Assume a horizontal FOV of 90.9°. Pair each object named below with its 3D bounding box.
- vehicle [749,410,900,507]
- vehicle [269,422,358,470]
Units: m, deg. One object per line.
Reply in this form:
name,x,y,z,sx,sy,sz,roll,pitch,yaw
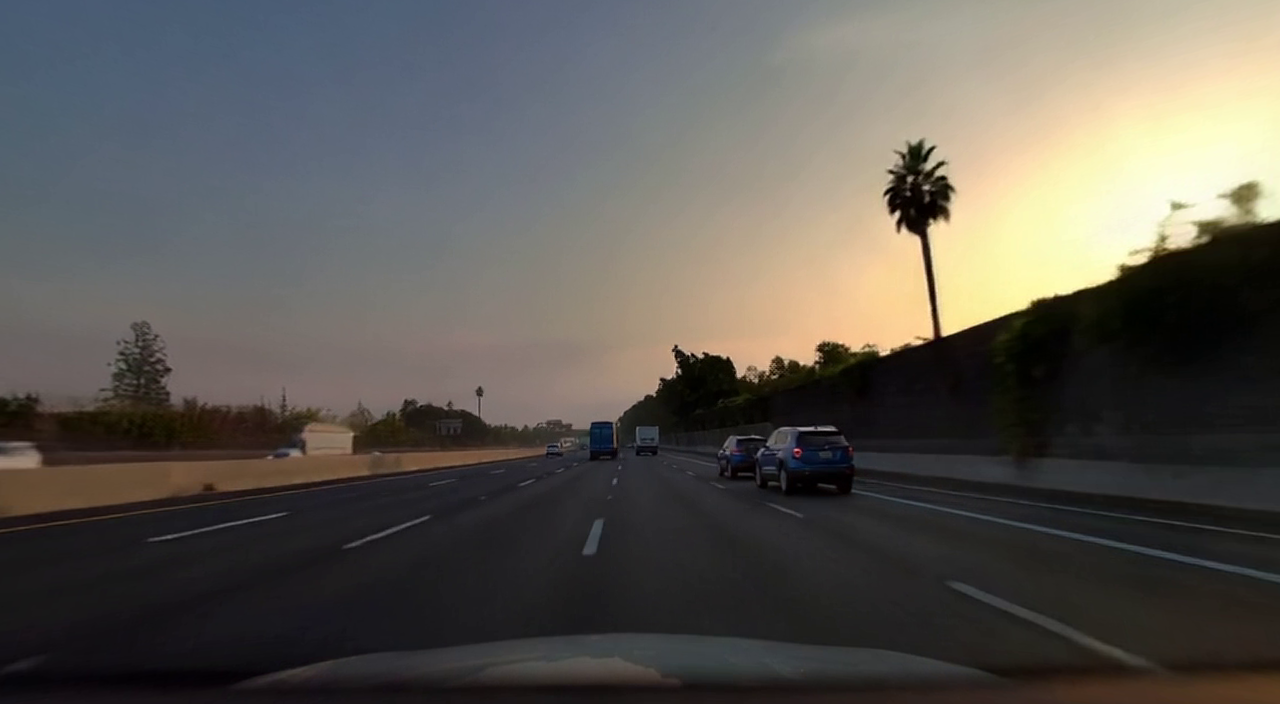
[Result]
vehicle,4.699,2.818,17.125,2.408,2.210,4.999,0,-8,-2
vehicle,-24.012,6.973,46.896,2.746,3.200,7.131,0,-8,0
